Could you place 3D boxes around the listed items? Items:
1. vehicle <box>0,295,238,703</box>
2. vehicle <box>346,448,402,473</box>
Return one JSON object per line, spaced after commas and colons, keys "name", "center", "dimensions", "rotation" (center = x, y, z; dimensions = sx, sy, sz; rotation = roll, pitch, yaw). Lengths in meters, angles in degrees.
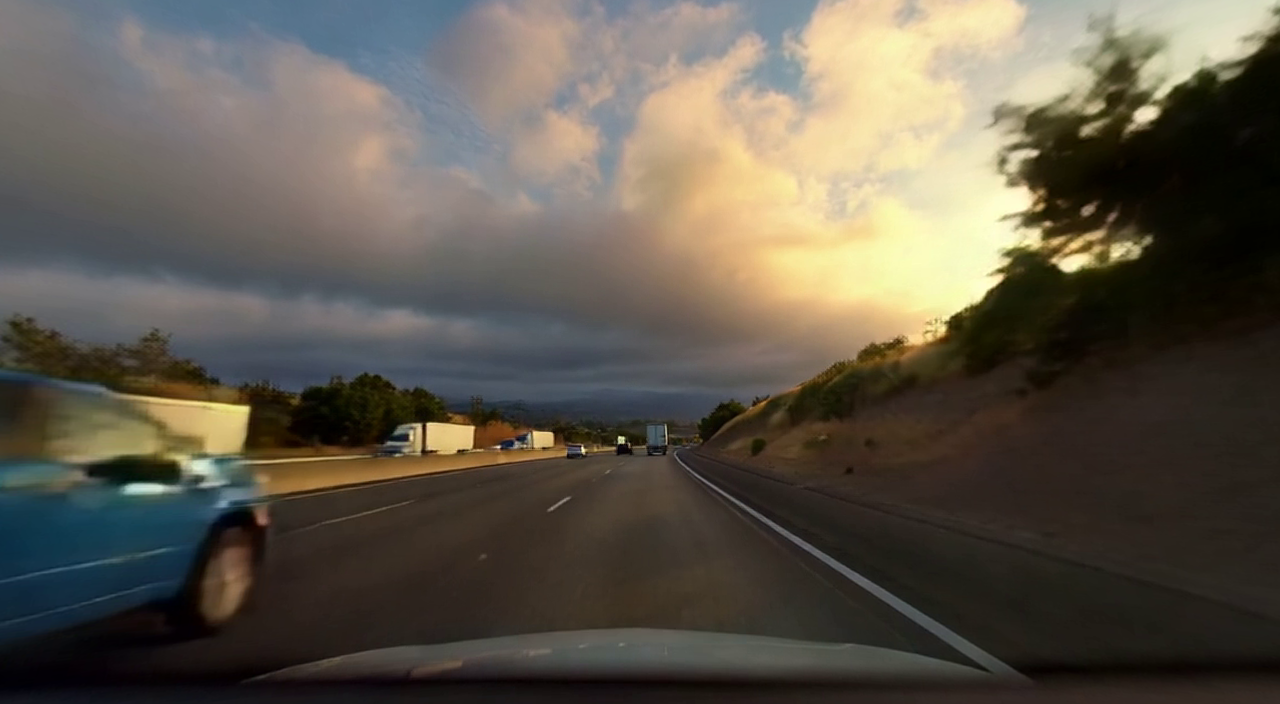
{"name": "vehicle", "center": [-3.992, 0.572, 1.790], "dimensions": [2.216, 1.949, 5.237], "rotation": [0, -9, 0]}
{"name": "vehicle", "center": [-17.945, 7.307, 42.761], "dimensions": [1.944, 1.613, 4.166], "rotation": [0, -9, 1]}
